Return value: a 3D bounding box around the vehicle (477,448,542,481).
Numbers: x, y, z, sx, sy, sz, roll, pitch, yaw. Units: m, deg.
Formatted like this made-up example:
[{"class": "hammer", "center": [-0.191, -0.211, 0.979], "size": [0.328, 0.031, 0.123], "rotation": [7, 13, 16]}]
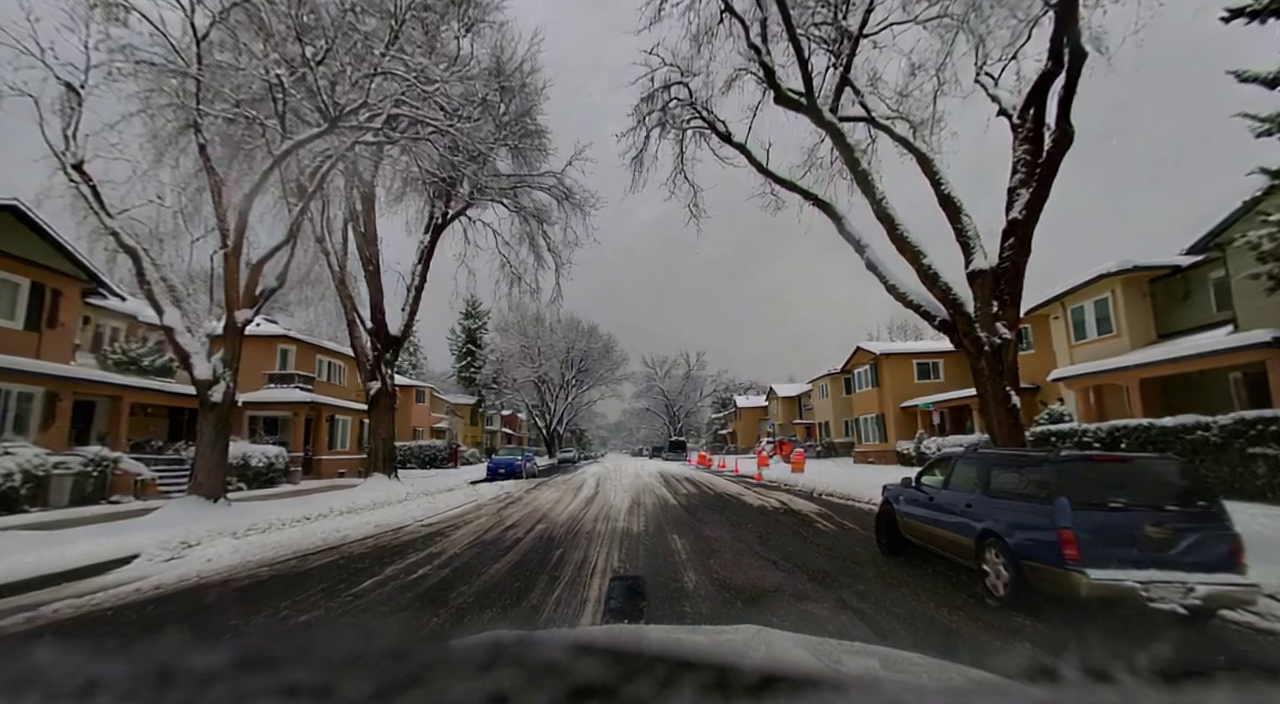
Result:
[{"class": "vehicle", "center": [-6.387, 5.526, 31.348], "size": [2.137, 1.481, 4.503], "rotation": [0, -9, 2]}]
